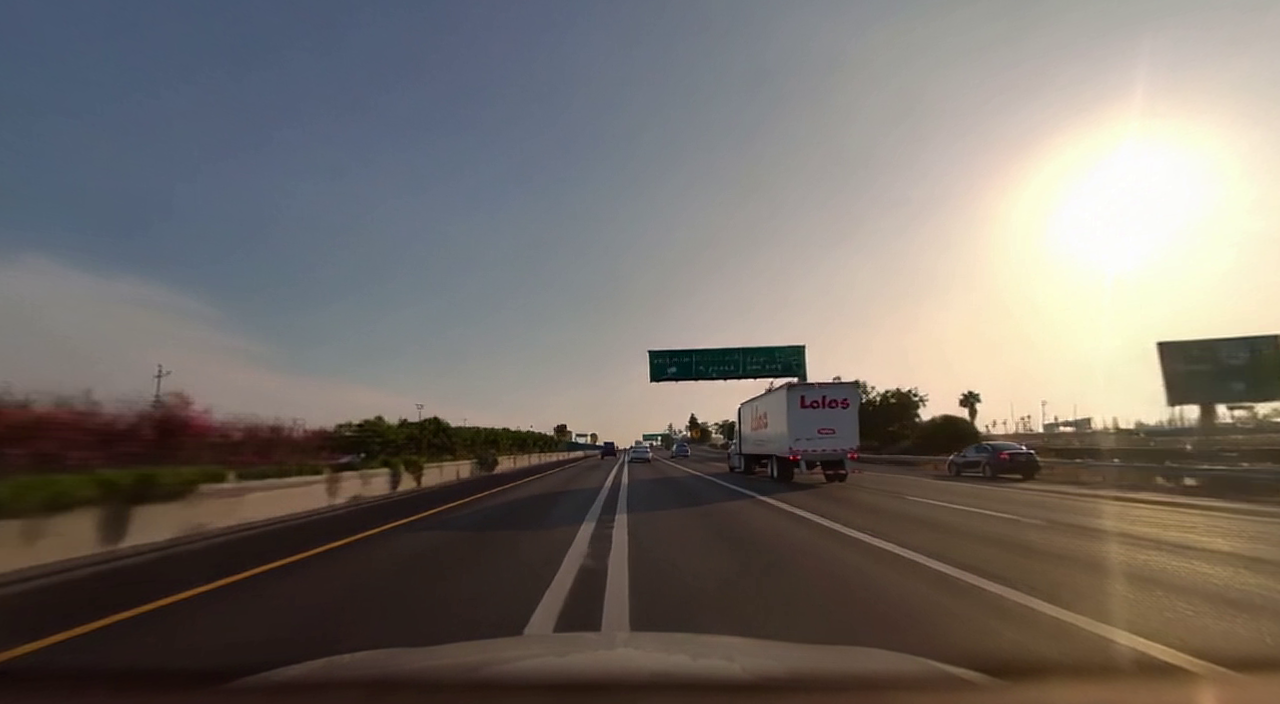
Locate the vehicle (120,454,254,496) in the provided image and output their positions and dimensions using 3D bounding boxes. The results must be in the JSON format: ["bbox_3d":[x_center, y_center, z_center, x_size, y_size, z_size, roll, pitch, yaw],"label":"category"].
[{"bbox_3d":[-22.496,6.082,31.838,2.343,1.836,6.191,0,-9,-2],"label":"vehicle"}]

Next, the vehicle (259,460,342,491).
[{"bbox_3d":[-18.234,6.623,34.219,1.996,1.446,4.592,0,-9,-1],"label":"vehicle"}]

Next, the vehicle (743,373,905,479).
[{"bbox_3d":[8.486,4.089,32.818,2.892,4.128,16.495,0,-9,-2],"label":"vehicle"}]

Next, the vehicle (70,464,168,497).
[{"bbox_3d":[-33.355,8.204,40.676,2.005,1.824,4.923,-1,-9,2],"label":"vehicle"}]

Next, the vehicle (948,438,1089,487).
[{"bbox_3d":[12.490,3.651,21.238,1.862,1.462,4.459,0,-9,-2],"label":"vehicle"}]
